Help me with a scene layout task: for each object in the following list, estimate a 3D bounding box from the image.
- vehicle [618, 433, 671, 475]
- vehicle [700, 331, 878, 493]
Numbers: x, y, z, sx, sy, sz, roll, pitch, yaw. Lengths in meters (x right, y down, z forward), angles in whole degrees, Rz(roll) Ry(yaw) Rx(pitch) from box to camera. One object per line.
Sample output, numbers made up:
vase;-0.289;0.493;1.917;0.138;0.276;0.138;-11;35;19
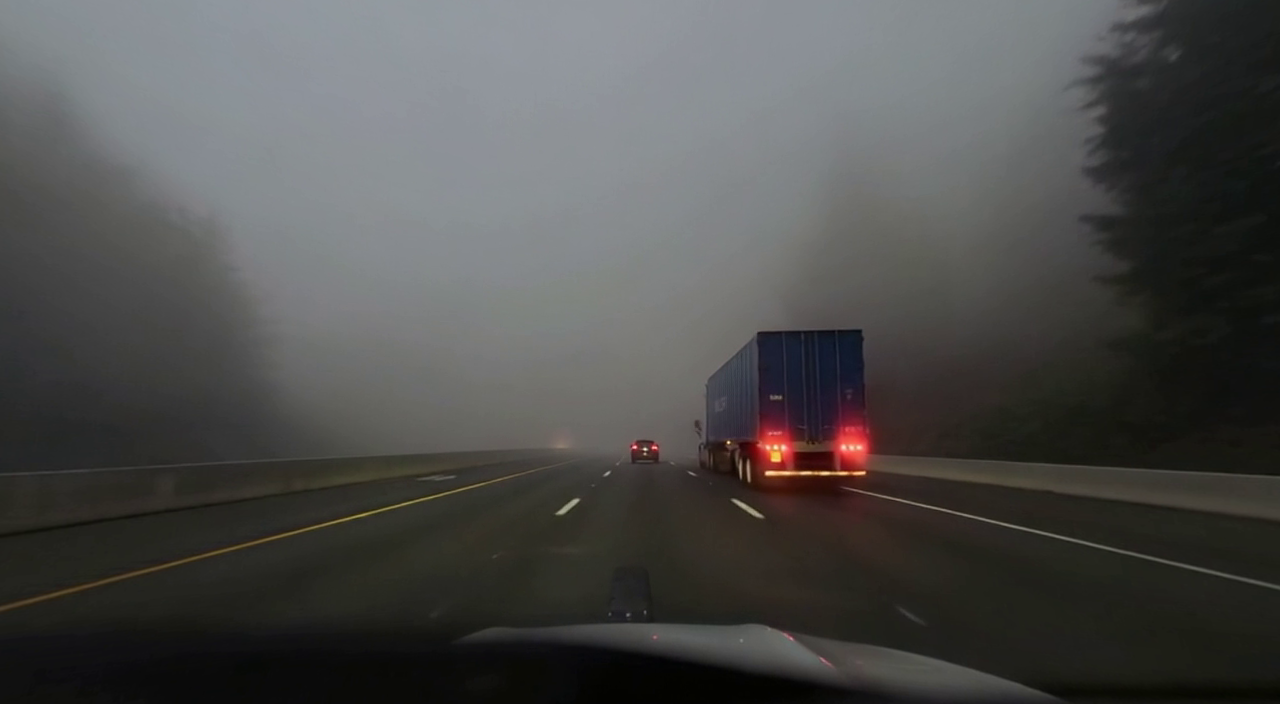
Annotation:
vehicle;0.203;4.335;26.975;2.111;1.635;4.177;0;-8;1
vehicle;4.497;2.568;23.609;2.936;4.125;15.204;0;-8;0
